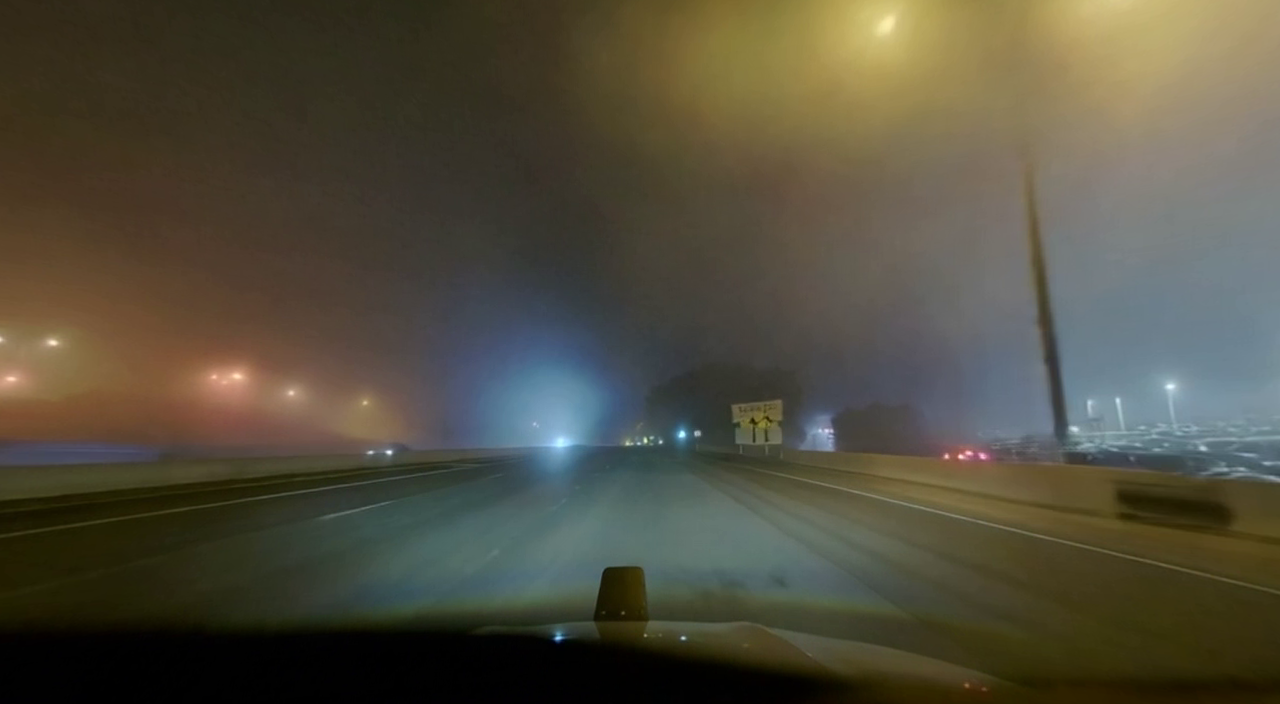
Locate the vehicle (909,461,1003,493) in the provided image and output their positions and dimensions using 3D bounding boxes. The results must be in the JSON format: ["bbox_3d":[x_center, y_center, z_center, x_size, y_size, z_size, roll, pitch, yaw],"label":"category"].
[{"bbox_3d":[16.262,6.461,32.596,3.909,1.410,1.657,-1,-7,-1],"label":"vehicle"}]

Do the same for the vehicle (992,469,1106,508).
[{"bbox_3d":[15.905,5.318,24.631,3.323,1.358,1.599,0,-8,-3],"label":"vehicle"}]

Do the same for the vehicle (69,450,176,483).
[{"bbox_3d":[-24.789,5.478,30.407,1.735,1.428,4.003,0,-8,1],"label":"vehicle"}]

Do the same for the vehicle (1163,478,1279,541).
[{"bbox_3d":[16.342,4.130,16.705,3.313,1.353,1.630,-4,-9,5],"label":"vehicle"}]
